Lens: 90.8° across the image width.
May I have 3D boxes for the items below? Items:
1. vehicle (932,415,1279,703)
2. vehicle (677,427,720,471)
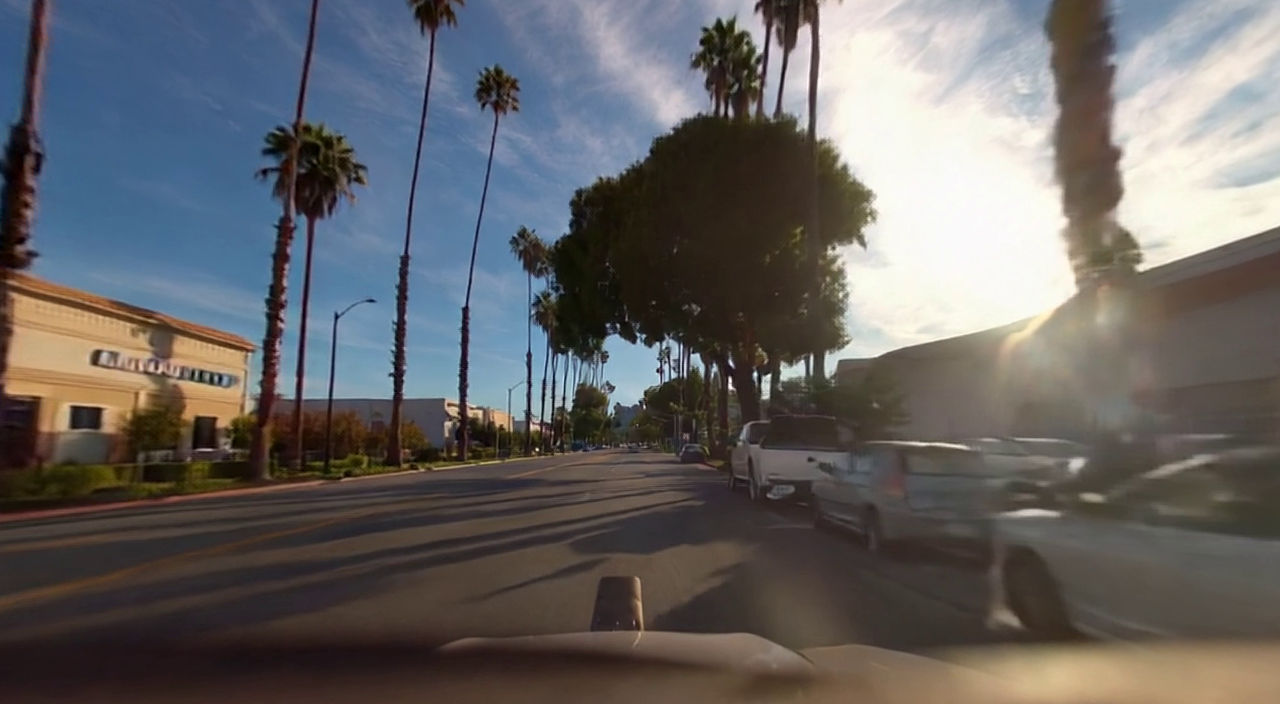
[{"bbox_3d":[3.343,1.109,2.713,2.046,1.588,4.508,0,-9,1],"label":"vehicle"},{"bbox_3d":[3.666,6.238,40.576,2.221,2.552,5.594,1,-9,0],"label":"vehicle"}]
